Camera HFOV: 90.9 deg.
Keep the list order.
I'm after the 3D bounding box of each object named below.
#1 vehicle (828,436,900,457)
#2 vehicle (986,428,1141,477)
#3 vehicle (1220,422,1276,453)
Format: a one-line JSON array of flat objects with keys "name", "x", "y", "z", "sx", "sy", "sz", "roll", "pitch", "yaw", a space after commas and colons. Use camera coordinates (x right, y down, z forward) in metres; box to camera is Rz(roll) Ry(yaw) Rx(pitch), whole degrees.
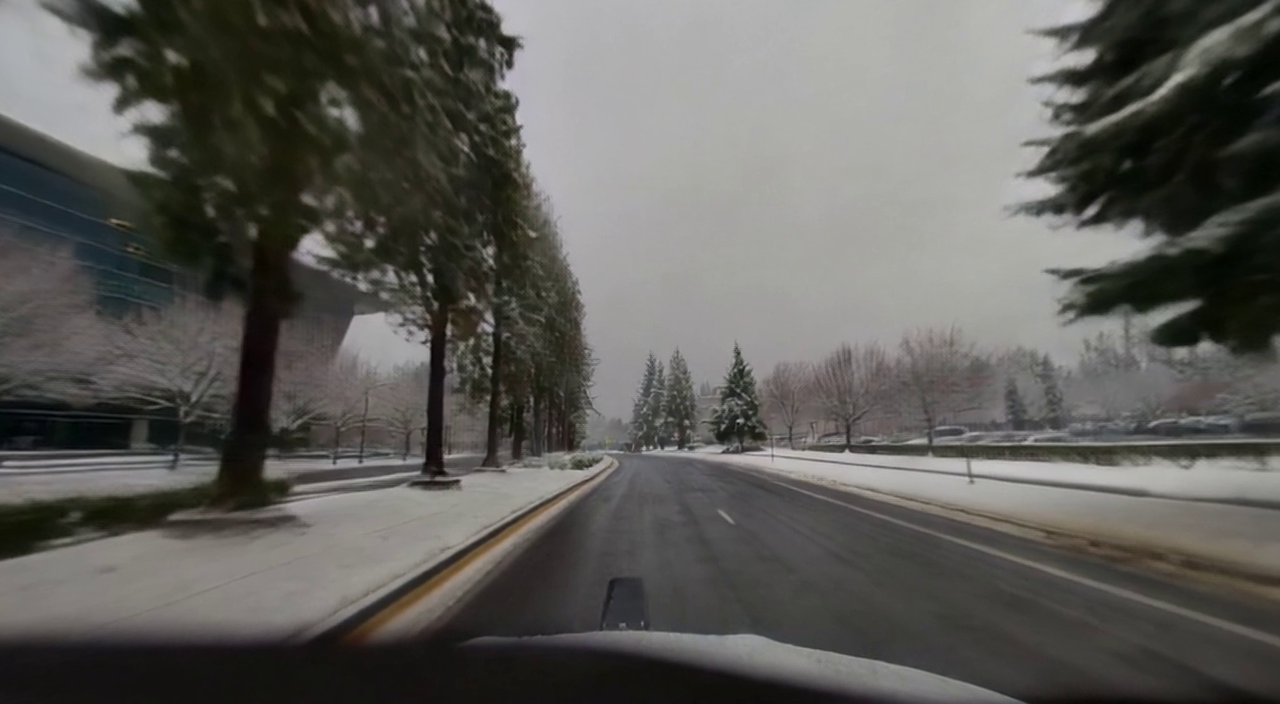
[{"name": "vehicle", "x": 16.300, "y": 6.898, "z": 45.996, "sx": 4.526, "sy": 1.517, "sz": 1.979, "roll": 1, "pitch": -9, "yaw": -5}, {"name": "vehicle", "x": 15.664, "y": 3.738, "z": 23.517, "sx": 4.198, "sy": 1.552, "sz": 2.087, "roll": -2, "pitch": -9, "yaw": 0}, {"name": "vehicle", "x": 35.167, "y": 4.968, "z": 36.527, "sx": 1.924, "sy": 1.636, "sz": 4.297, "roll": -6, "pitch": -10, "yaw": 40}]
